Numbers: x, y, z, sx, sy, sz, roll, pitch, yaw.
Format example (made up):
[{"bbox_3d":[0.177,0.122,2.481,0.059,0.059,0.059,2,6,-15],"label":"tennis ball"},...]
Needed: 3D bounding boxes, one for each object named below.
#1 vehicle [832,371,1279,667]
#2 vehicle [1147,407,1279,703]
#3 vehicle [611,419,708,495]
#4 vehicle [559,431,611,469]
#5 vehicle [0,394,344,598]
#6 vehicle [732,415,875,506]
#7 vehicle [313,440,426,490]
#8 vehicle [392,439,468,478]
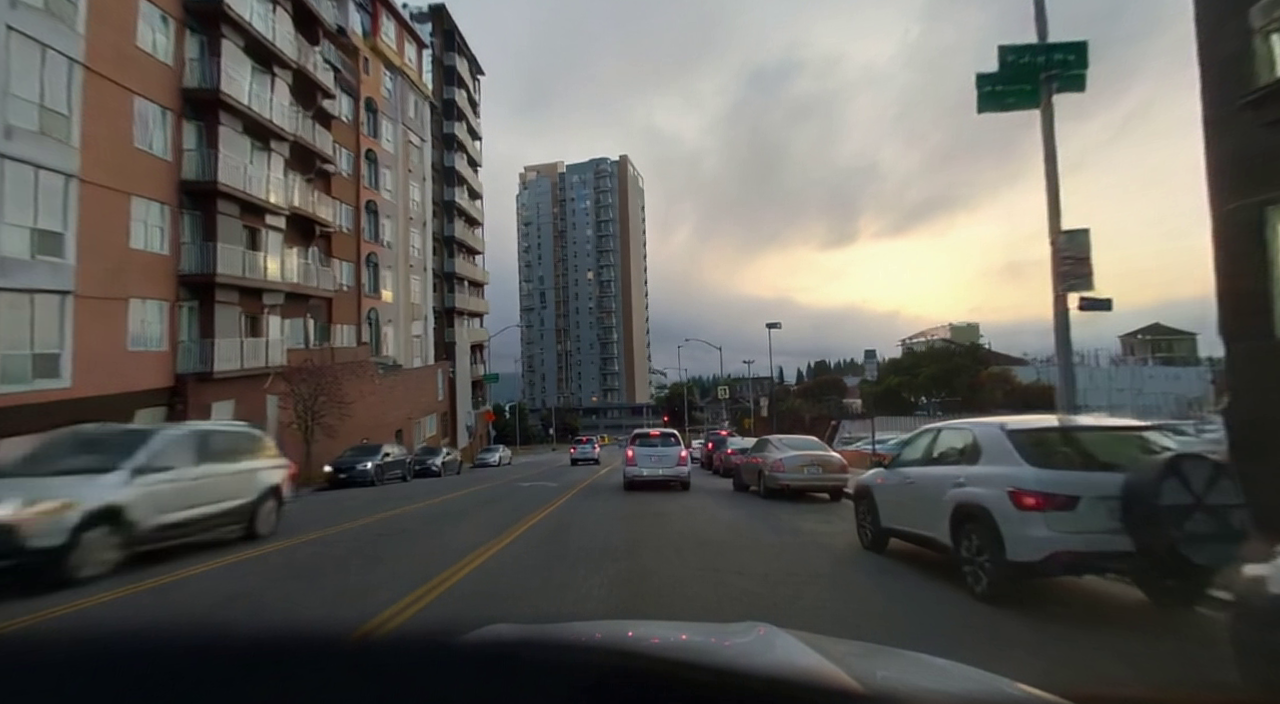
[{"bbox_3d":[3.673,1.328,6.117,2.076,1.722,4.721,0,-9,-1],"label":"vehicle"},{"bbox_3d":[3.548,0.709,0.897,2.033,1.470,4.502,-1,-9,3],"label":"vehicle"},{"bbox_3d":[0.486,2.767,16.791,2.261,1.740,4.065,0,-9,1],"label":"vehicle"},{"bbox_3d":[-2.649,4.850,31.315,2.219,1.746,4.197,0,-9,0],"label":"vehicle"},{"bbox_3d":[-6.225,1.675,8.202,2.345,1.831,4.828,0,-9,0],"label":"vehicle"},{"bbox_3d":[3.675,2.564,15.214,2.158,1.828,4.573,0,-9,-1],"label":"vehicle"},{"bbox_3d":[-9.309,3.915,22.173,2.002,1.546,4.339,0,-9,1],"label":"vehicle"},{"bbox_3d":[-9.279,4.739,28.255,1.955,1.555,4.424,0,-9,-1],"label":"vehicle"}]
